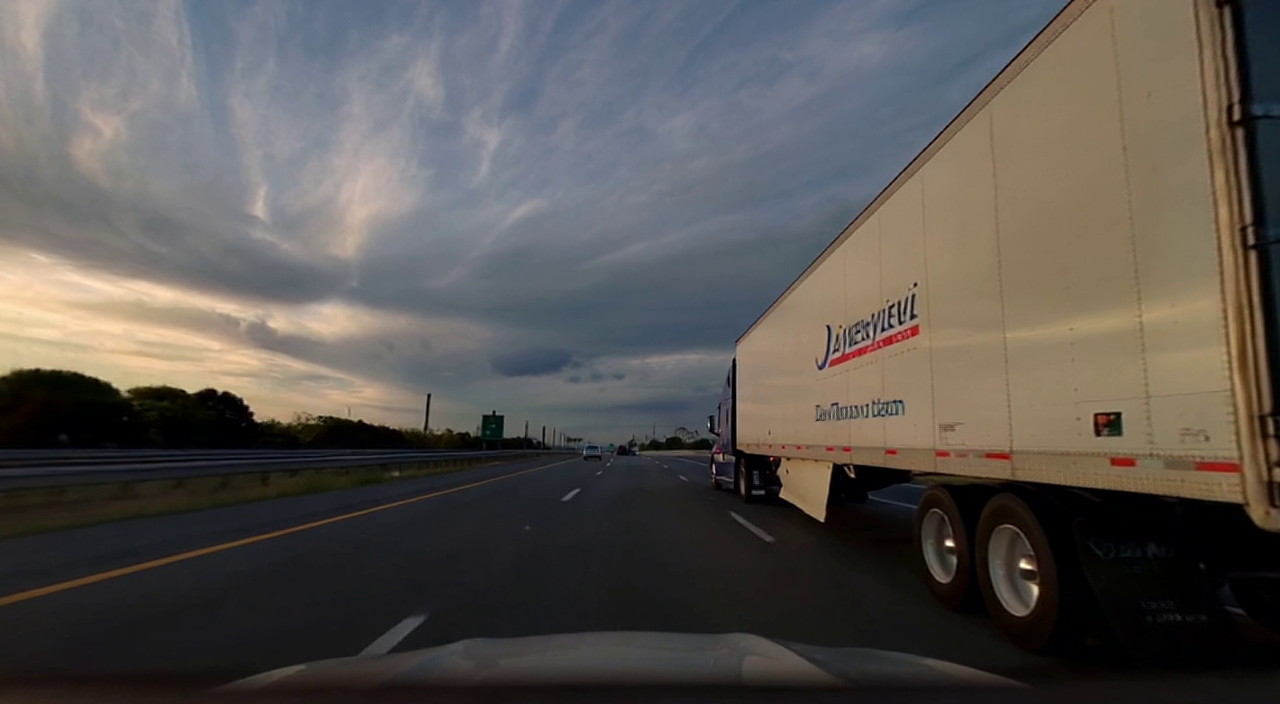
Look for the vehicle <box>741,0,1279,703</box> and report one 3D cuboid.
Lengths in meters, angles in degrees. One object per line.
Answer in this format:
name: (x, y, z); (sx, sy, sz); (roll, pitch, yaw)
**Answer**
vehicle: (3.914, 0.573, 8.867); (2.962, 4.132, 12.720); (0, -8, 0)
